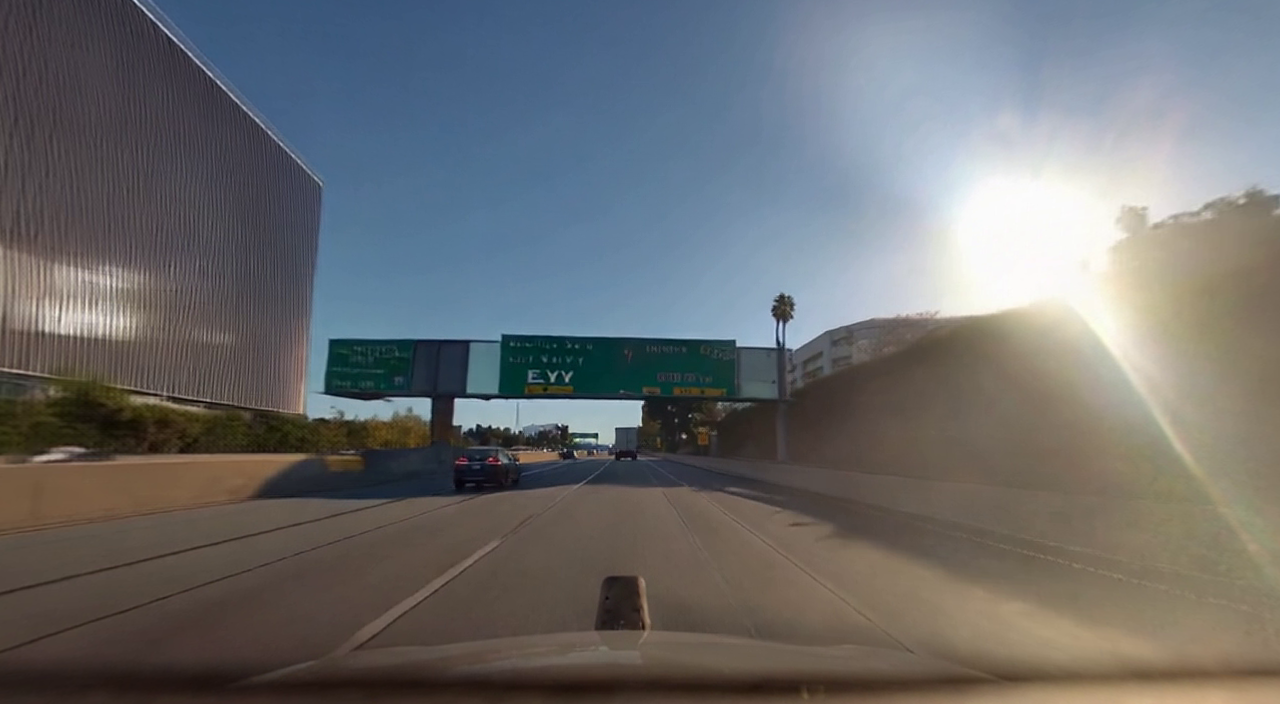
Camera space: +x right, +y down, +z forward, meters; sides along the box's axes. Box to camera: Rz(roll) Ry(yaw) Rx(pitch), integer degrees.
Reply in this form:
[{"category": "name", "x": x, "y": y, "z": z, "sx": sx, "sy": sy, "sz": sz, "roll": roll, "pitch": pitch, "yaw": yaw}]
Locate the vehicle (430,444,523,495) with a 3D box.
[{"category": "vehicle", "x": -5.332, "y": 3.872, "z": 21.166, "sx": 1.943, "sy": 1.510, "sz": 4.201, "roll": 0, "pitch": -9, "yaw": 0}]
